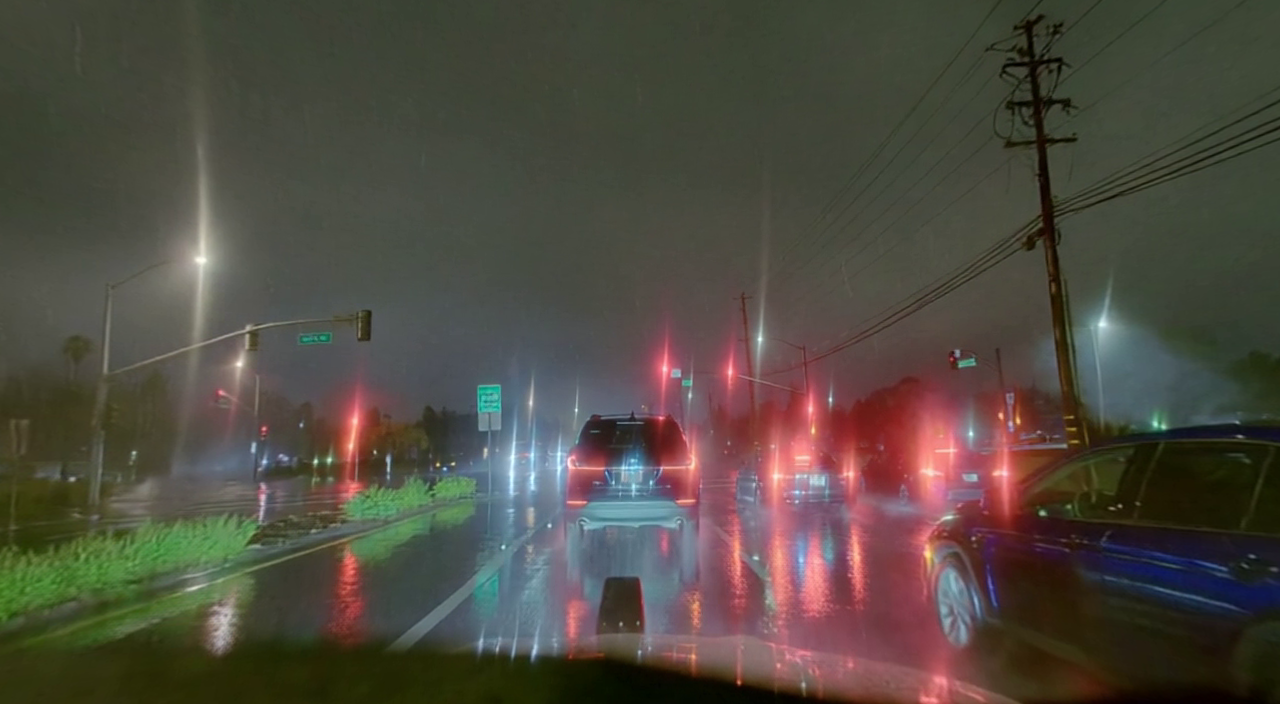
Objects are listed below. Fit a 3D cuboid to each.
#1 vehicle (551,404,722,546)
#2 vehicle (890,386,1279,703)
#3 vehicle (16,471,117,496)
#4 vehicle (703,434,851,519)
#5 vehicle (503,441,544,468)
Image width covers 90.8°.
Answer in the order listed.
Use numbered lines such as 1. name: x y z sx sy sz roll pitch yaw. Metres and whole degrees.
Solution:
1. vehicle: -0.114 1.976 10.794 2.236 1.856 4.816 0 -9 -2
2. vehicle: 2.729 0.884 2.098 2.004 1.460 4.297 0 -9 0
3. vehicle: -38.332 8.778 42.321 4.569 1.505 1.992 0 -9 -5
4. vehicle: 2.659 2.544 13.451 2.025 1.477 4.333 0 -9 -2
5. vehicle: -8.802 7.828 48.249 2.184 1.931 4.921 0 -9 0
